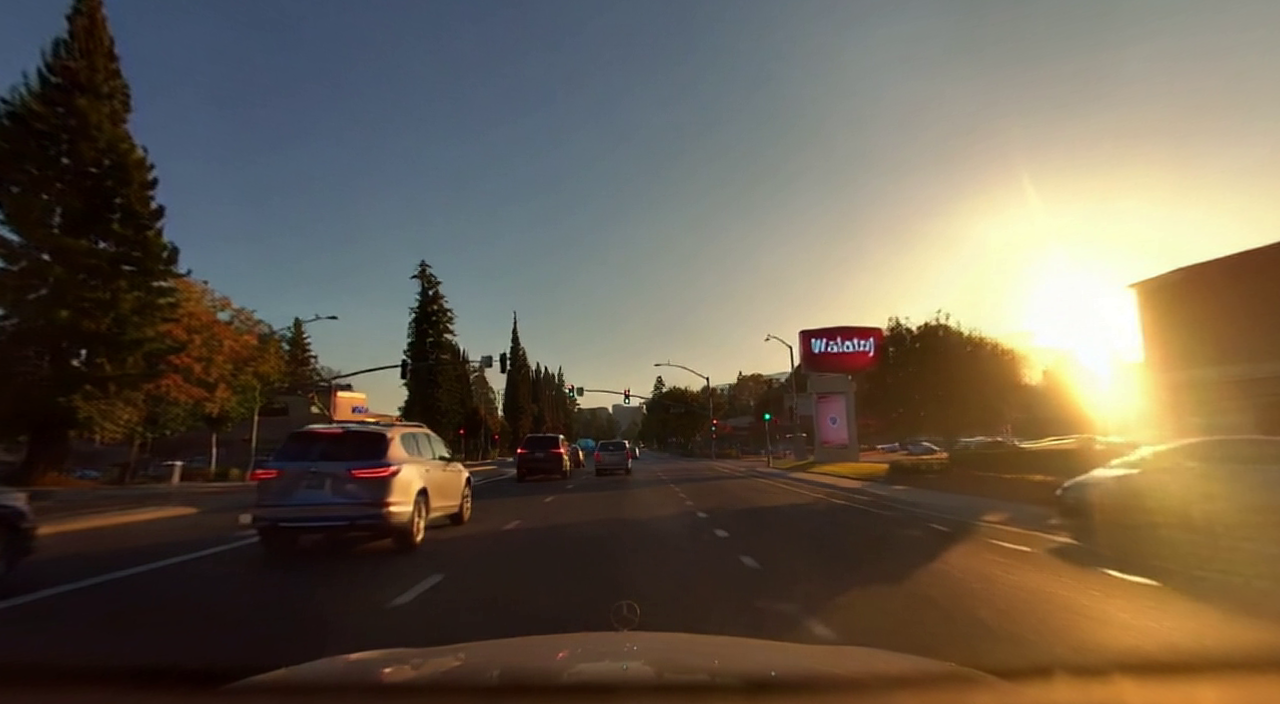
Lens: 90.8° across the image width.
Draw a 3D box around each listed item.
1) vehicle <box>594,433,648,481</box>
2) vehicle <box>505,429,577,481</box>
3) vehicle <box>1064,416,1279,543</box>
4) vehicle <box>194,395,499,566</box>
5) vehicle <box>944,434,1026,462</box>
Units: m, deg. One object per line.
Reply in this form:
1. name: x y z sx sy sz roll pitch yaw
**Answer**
1. vehicle: -0.773 4.325 26.303 2.061 1.809 4.141 0 -8 -1
2. vehicle: -4.112 4.408 27.409 2.252 1.999 5.605 0 -8 0
3. vehicle: 9.807 1.953 10.161 4.734 1.726 2.039 1 -9 -10
4. vehicle: -3.803 1.791 9.522 2.159 1.877 4.925 0 -8 1
5. vehicle: 26.662 7.424 48.956 5.039 1.877 2.076 -3 -8 -1
